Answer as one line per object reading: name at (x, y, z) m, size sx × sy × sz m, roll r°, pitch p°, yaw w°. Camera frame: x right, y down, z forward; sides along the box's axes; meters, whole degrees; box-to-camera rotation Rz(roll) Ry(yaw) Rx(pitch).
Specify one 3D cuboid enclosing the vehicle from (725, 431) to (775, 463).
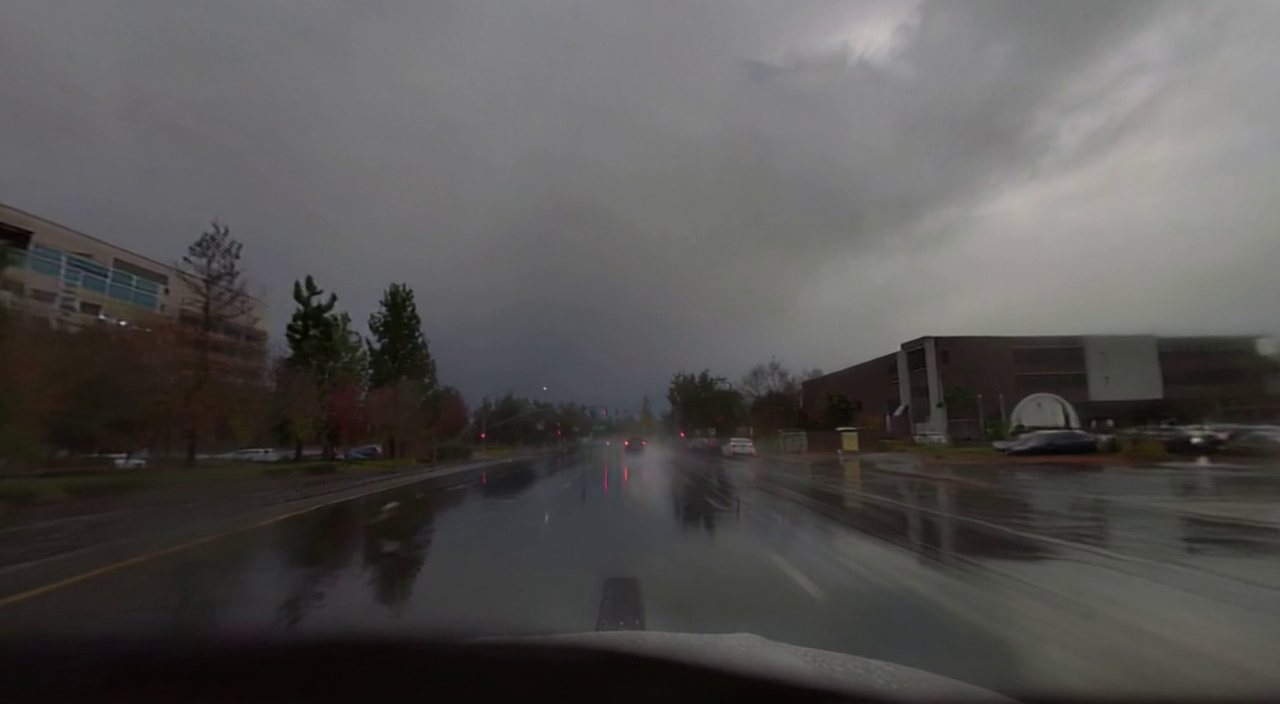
vehicle at (6.466, 5.637, 37.667) m, size 1.985 × 1.758 × 4.523 m, roll 0°, pitch -8°, yaw -2°

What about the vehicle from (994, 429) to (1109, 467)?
vehicle at (17.941, 4.184, 27.621) m, size 3.923 × 1.575 × 1.882 m, roll 1°, pitch -9°, yaw -12°

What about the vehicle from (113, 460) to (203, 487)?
vehicle at (-33.149, 8.366, 43.644) m, size 4.705 × 1.627 × 2.017 m, roll 5°, pitch -10°, yaw -32°
